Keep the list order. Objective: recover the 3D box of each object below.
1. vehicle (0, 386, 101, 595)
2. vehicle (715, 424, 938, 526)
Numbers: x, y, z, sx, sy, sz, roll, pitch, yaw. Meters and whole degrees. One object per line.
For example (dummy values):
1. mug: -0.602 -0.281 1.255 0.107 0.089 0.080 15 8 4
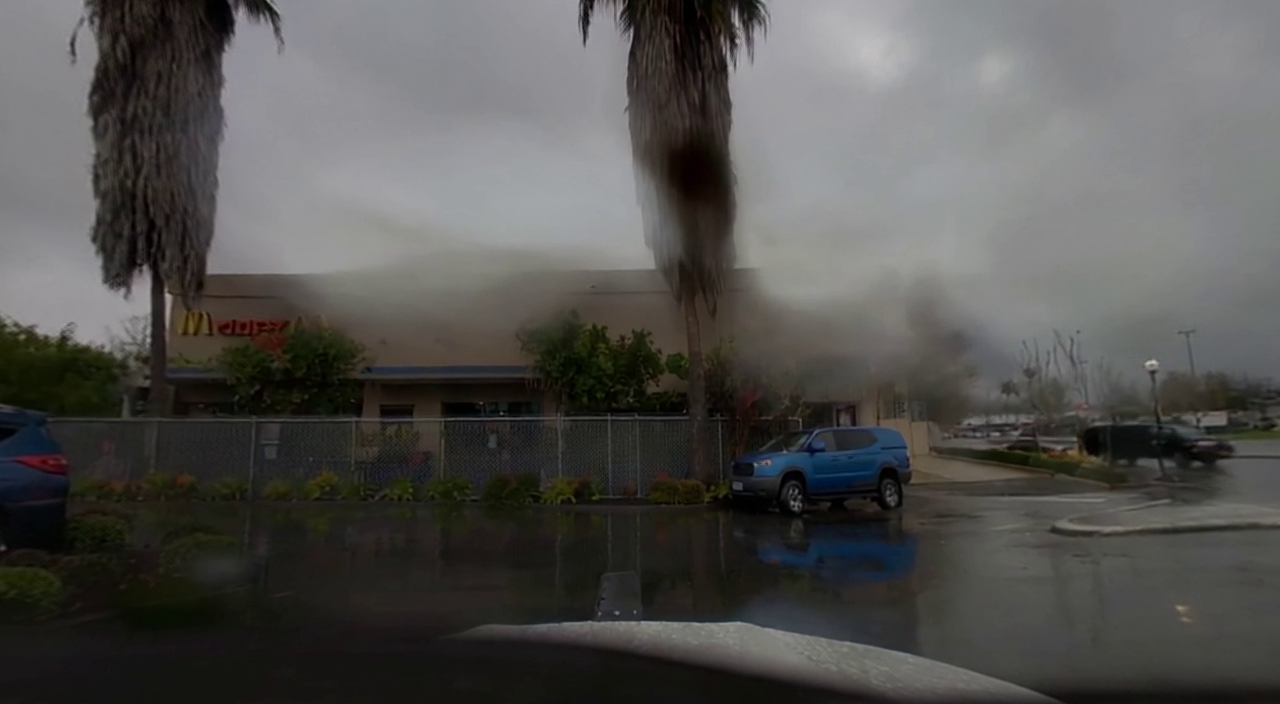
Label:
1. vehicle: -6.805 1.078 4.501 1.943 1.890 4.472 0 -8 -1
2. vehicle: 3.988 2.447 13.417 4.365 1.791 2.073 4 -7 -30
